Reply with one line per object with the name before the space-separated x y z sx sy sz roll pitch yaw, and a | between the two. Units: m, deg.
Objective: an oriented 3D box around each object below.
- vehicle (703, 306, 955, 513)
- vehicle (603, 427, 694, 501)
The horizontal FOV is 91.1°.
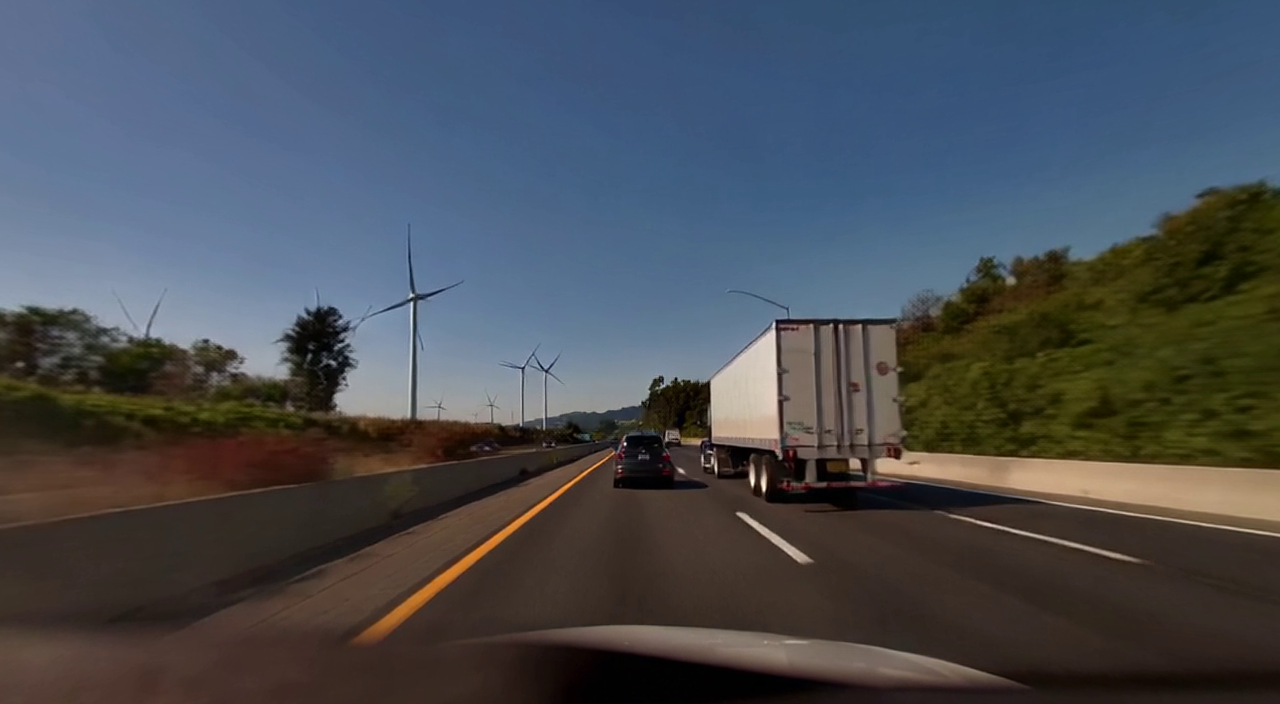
vehicle | 4.503 2.087 20.011 3.129 4.126 14.913 0 -8 -1
vehicle | 0.172 2.793 16.267 2.038 1.624 4.312 0 -8 -1
